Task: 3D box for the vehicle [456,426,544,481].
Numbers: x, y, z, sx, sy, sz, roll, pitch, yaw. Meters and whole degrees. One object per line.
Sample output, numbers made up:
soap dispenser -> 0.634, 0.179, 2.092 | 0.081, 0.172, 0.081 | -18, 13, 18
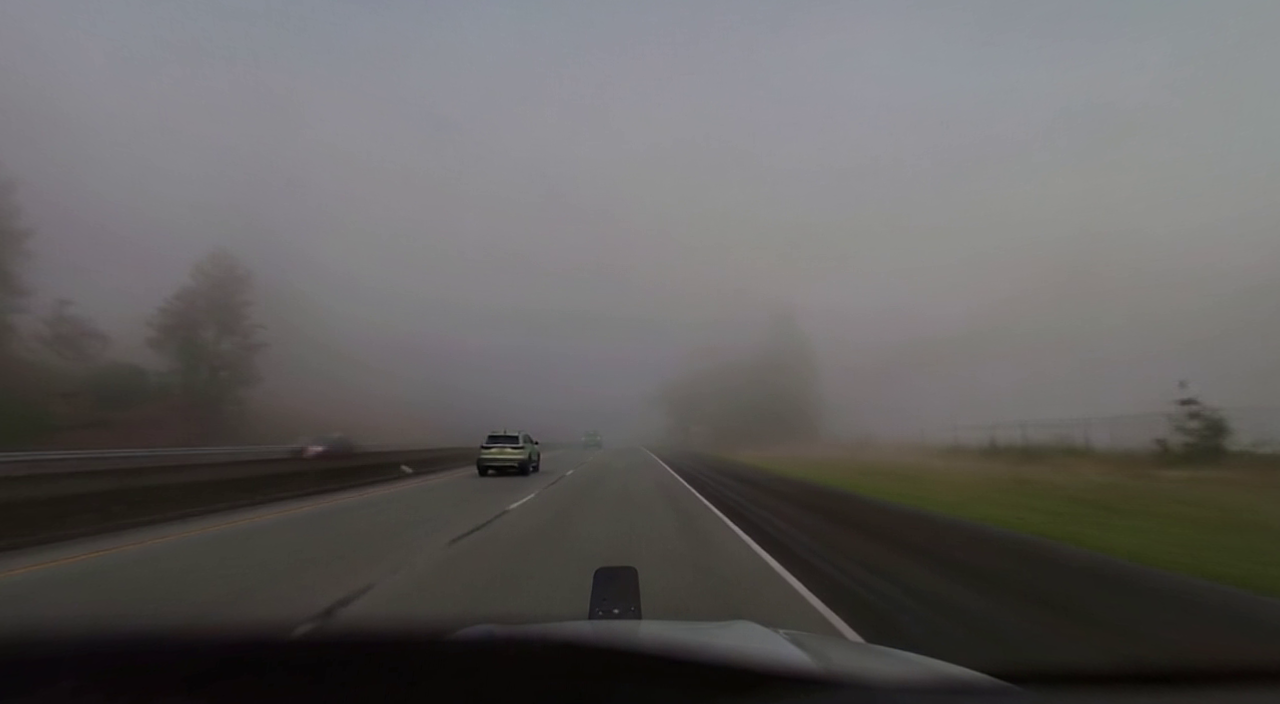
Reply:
vehicle -> -4.651, 3.420, 21.602 | 2.070, 1.647, 4.577 | 0, -8, -1
